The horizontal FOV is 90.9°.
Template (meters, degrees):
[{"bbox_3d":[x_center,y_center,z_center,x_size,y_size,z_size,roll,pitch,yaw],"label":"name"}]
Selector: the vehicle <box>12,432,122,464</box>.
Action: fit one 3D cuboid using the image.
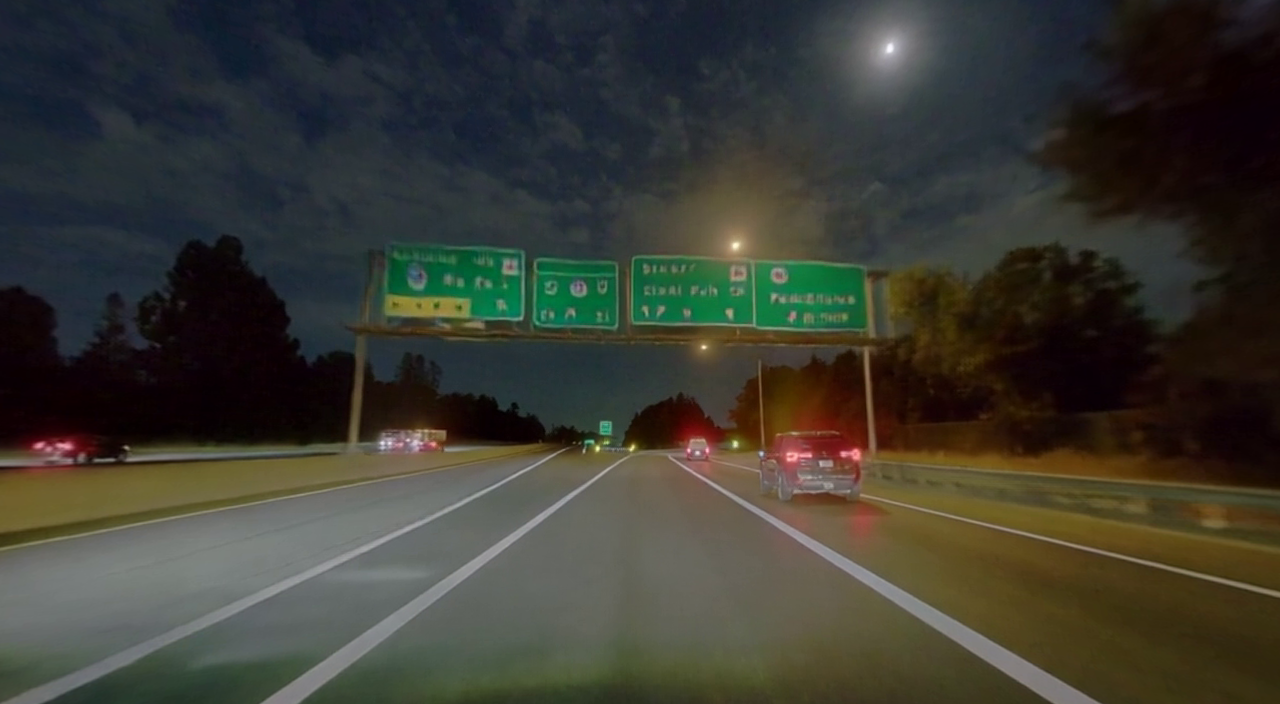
[{"bbox_3d":[-34.592,5.806,38.304,2.168,1.824,4.932,1,-8,-3],"label":"vehicle"}]
